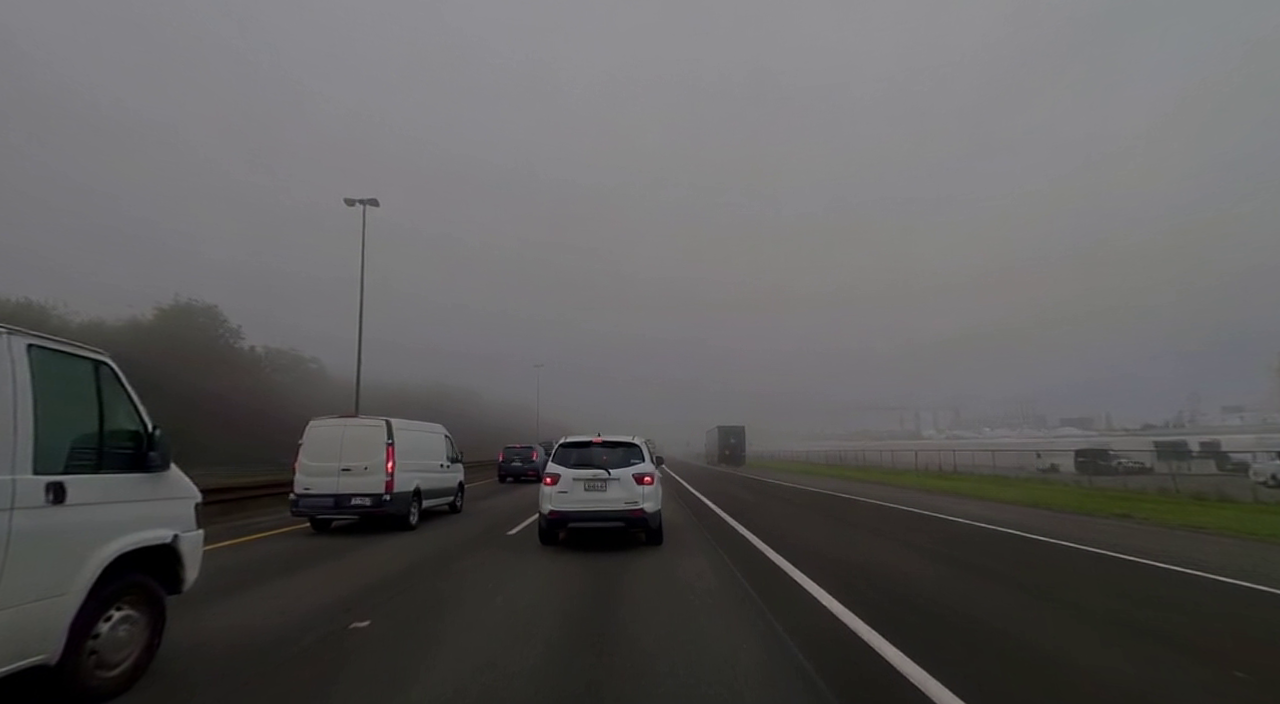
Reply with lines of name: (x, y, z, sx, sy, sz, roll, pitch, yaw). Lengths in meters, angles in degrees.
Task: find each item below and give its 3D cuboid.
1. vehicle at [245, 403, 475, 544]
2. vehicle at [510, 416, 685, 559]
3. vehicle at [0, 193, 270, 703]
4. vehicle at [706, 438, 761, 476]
vehicle: (-4.604, 2.086, 11.329, 2.043, 1.987, 4.486, 0, -9, 0)
vehicle: (-0.493, 1.926, 9.510, 2.093, 1.695, 3.782, 0, -9, 1)
vehicle: (-4.444, 0.316, 2.014, 2.248, 2.626, 6.837, 0, -9, 1)
vehicle: (4.493, 5.147, 30.998, 2.003, 1.754, 4.134, 0, -9, -1)
